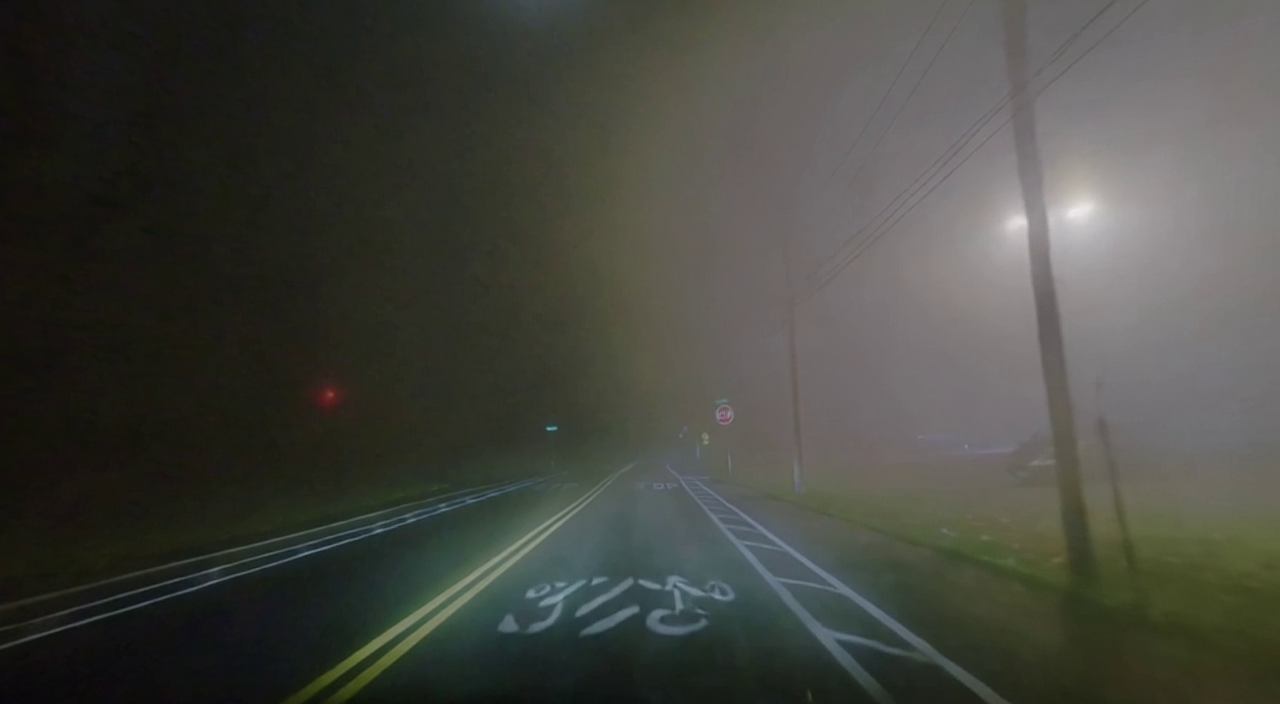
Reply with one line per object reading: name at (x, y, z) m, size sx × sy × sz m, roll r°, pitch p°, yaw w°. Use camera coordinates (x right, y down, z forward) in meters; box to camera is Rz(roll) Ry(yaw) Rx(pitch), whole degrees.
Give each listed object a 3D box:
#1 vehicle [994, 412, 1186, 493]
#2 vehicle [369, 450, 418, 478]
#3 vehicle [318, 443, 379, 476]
vehicle at (11.269, 2.477, 15.811) m, size 4.013 × 1.786 × 1.987 m, roll 3°, pitch -9°, yaw -23°
vehicle at (-14.495, 6.589, 37.255) m, size 1.739 × 1.539 × 3.548 m, roll 1°, pitch -9°, yaw -5°
vehicle at (-17.649, 6.588, 38.363) m, size 1.849 × 1.831 × 3.980 m, roll -1°, pitch -10°, yaw 0°
